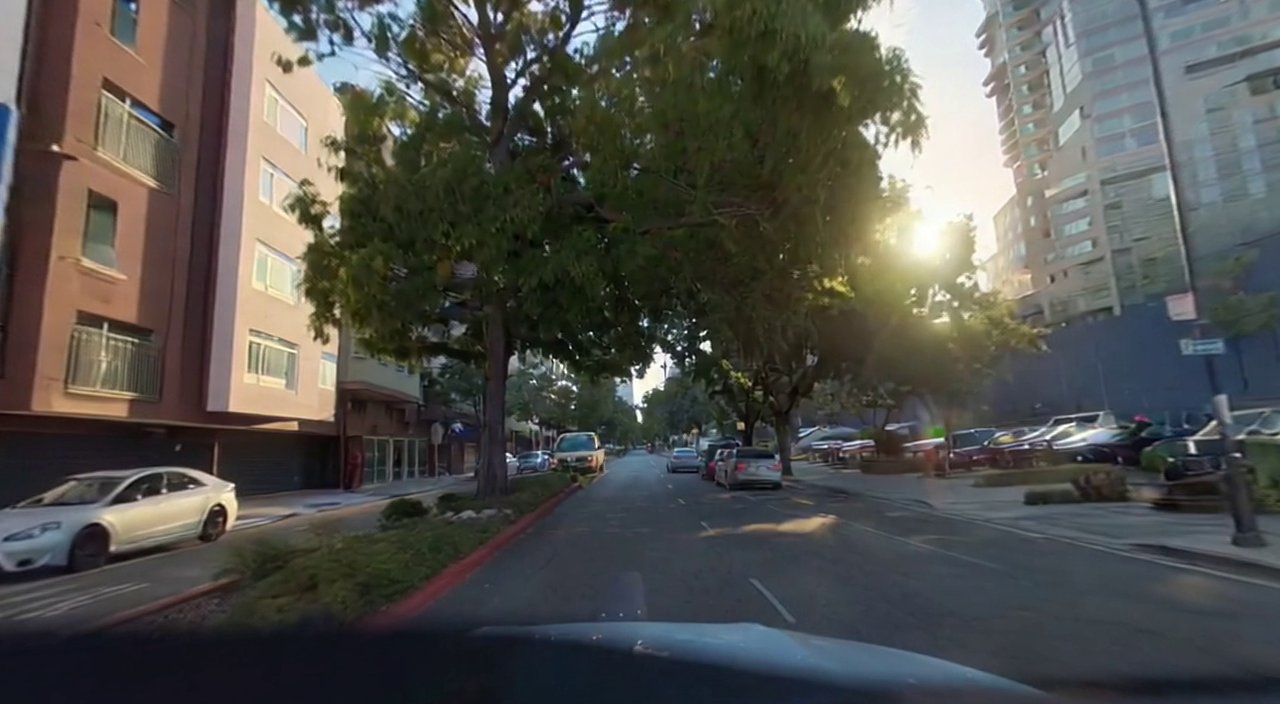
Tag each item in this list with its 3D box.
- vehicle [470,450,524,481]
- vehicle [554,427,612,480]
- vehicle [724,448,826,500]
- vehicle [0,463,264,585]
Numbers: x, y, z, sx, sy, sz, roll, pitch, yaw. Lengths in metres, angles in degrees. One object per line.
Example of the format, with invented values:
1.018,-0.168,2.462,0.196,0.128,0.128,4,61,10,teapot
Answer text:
-8.887,7.086,39.650,2.256,1.802,4.333,0,-8,2,vehicle
-2.974,5.502,34.492,2.317,2.596,6.053,0,-8,2,vehicle
4.620,3.999,21.187,1.858,1.491,4.329,-6,-10,33,vehicle
-8.711,2.711,10.761,2.007,1.503,4.343,0,-8,-1,vehicle
